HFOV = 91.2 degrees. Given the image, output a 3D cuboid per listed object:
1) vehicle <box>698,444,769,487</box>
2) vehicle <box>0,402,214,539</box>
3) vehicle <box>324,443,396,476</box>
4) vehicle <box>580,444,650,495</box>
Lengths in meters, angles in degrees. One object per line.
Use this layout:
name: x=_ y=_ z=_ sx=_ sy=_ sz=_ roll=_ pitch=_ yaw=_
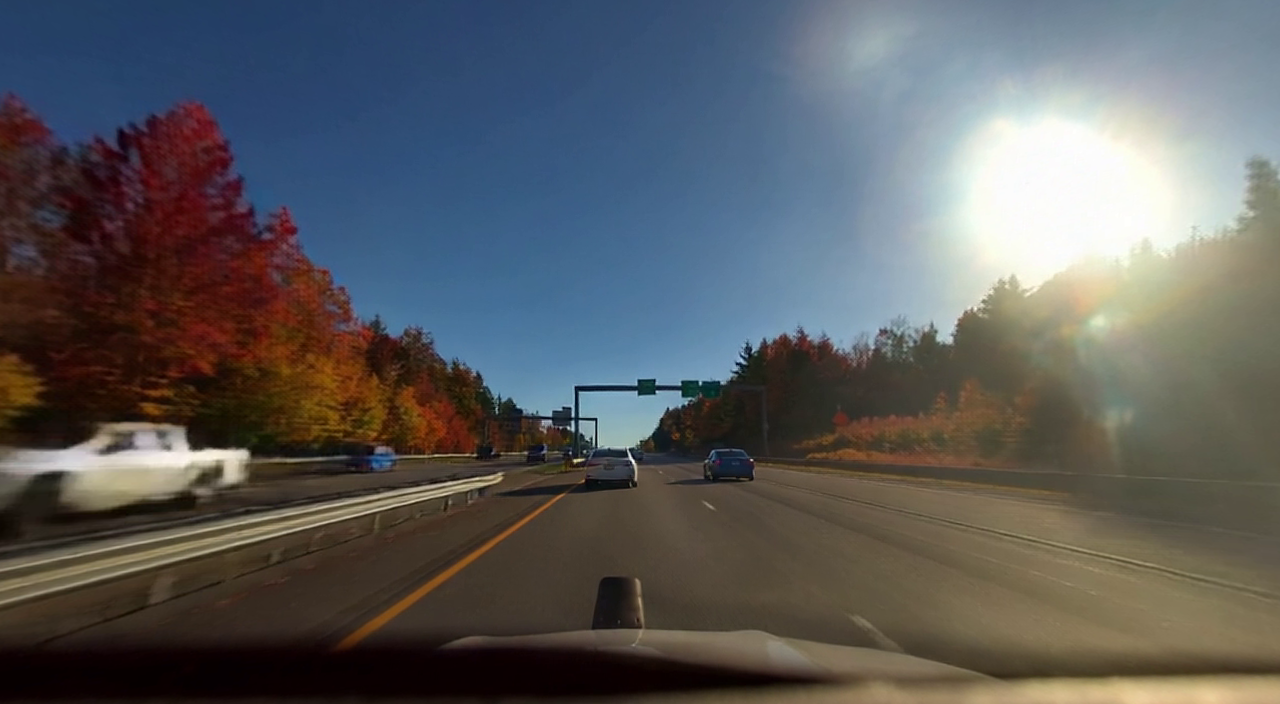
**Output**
vehicle: x=3.719 y=4.632 z=25.805 sx=2.300 sy=1.595 sz=4.144 roll=-1 pitch=-9 yaw=0
vehicle: x=-9.036 y=1.668 z=9.008 sx=2.512 sy=1.641 sz=4.748 roll=0 pitch=-9 yaw=-1
vehicle: x=-13.790 y=5.309 z=31.119 sx=1.798 sy=1.510 sz=3.858 roll=0 pitch=-9 yaw=-1
vehicle: x=-0.787 y=3.932 z=21.332 sx=2.128 sy=1.516 sz=4.410 roll=0 pitch=-9 yaw=-1
